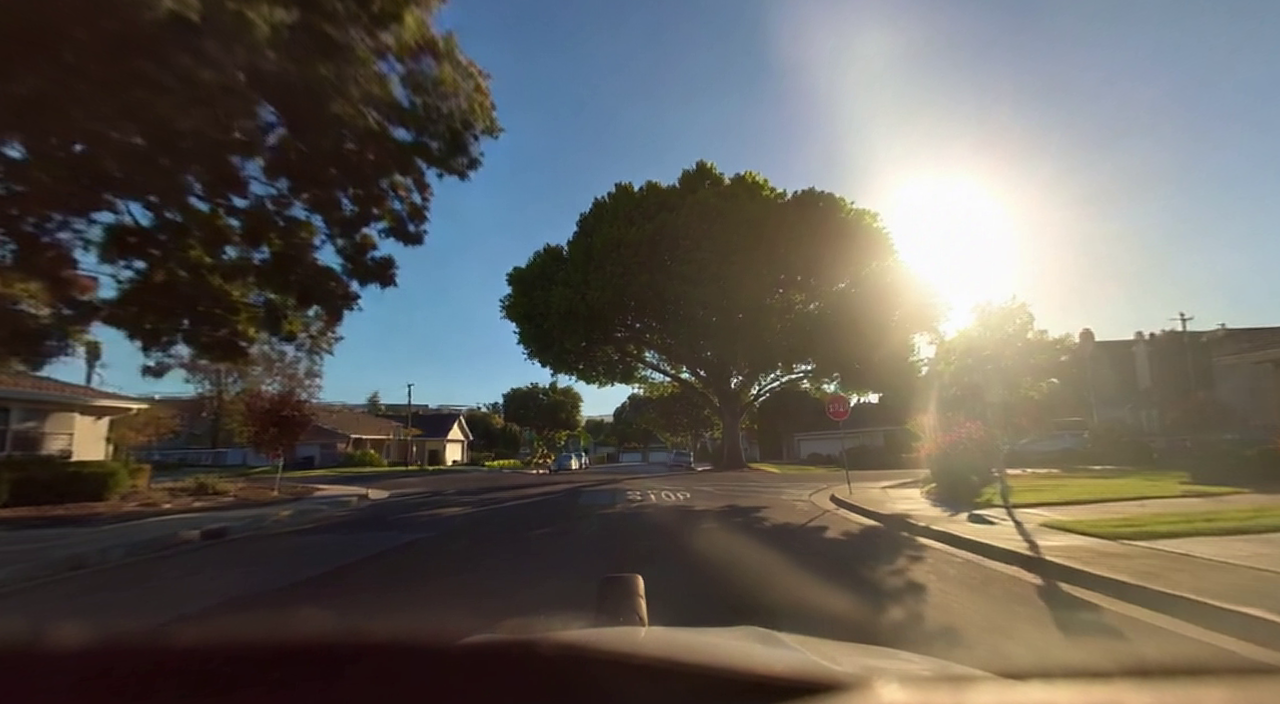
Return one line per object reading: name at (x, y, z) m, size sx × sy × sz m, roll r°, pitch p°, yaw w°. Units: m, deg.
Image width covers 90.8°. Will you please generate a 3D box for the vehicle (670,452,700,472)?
vehicle at (3.434, 8.541, 49.129) m, size 2.046 × 1.465 × 3.940 m, roll 0°, pitch -9°, yaw 0°
